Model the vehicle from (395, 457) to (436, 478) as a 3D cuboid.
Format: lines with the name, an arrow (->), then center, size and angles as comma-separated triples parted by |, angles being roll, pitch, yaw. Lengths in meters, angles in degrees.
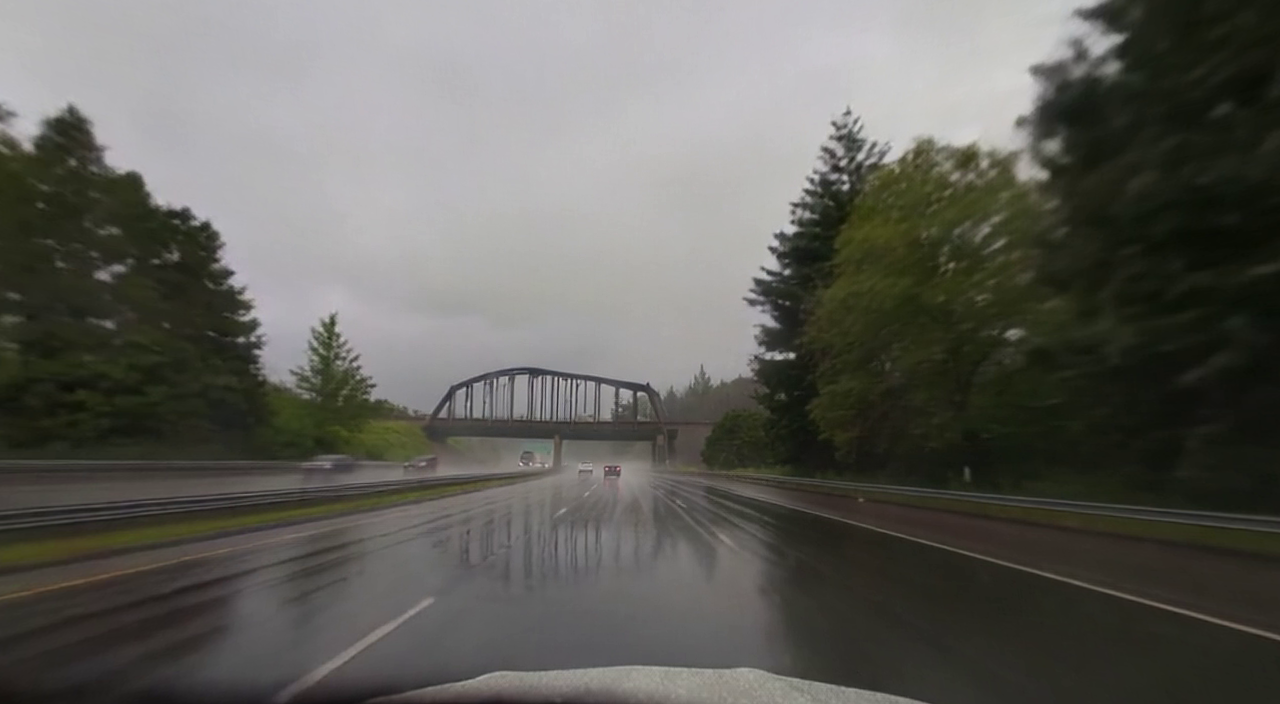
vehicle -> -17.073, 8.830, 48.088 | 1.868, 1.456, 3.665 | 1, -10, -2

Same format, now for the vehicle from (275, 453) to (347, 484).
vehicle -> -17.055, 6.073, 32.851 | 1.763, 1.450, 3.772 | 1, -10, -1
